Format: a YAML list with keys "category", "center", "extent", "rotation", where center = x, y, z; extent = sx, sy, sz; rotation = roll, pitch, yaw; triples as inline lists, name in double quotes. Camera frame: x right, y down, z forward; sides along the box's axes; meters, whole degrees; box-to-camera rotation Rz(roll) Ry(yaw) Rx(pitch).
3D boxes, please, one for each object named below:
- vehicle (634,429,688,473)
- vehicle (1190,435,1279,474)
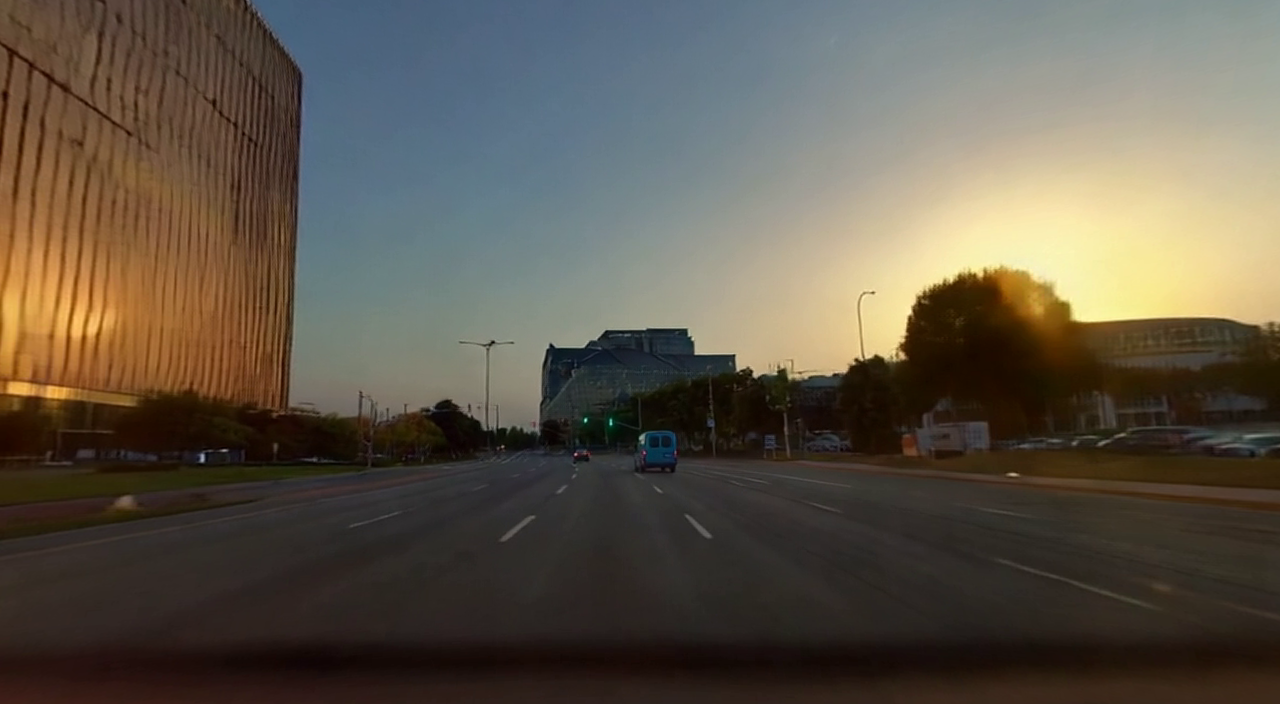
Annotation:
- category: "vehicle"
  center: [1.085, 5.559, 35.524]
  extent: [2.339, 2.244, 4.817]
  rotation: [0, -8, -7]
- category: "vehicle"
  center: [25.028, 4.130, 25.592]
  extent: [3.554, 1.382, 1.723]
  rotation: [-3, -8, 1]
